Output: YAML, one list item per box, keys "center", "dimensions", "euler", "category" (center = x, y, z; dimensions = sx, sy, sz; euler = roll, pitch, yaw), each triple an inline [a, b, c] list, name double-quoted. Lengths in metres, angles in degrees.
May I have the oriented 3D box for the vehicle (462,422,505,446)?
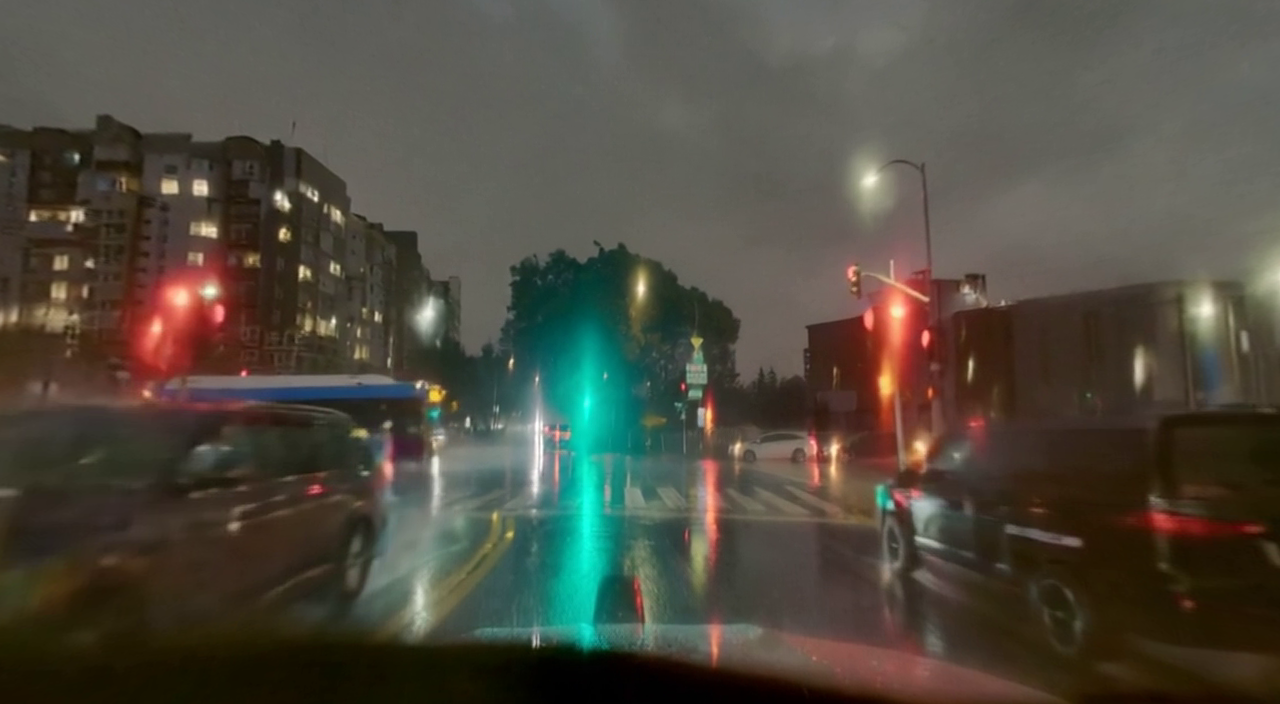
- center: [-10.941, 5.788, 44.363]
  dimensions: [2.084, 1.524, 4.098]
  euler: [1, -8, -2]
  category: "vehicle"

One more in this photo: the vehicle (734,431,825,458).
- center: [7.429, 4.966, 33.860]
  dimensions: [4.451, 1.422, 1.744]
  euler: [0, -8, 0]
  category: "vehicle"

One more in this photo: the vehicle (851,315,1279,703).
- center: [3.506, 1.135, 5.012]
  dimensions: [2.052, 1.929, 4.747]
  euler: [0, -8, 1]
  category: "vehicle"

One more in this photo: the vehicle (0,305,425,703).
- center: [-3.352, 1.062, 4.540]
  dimensions: [2.148, 1.818, 4.791]
  euler: [0, -8, -3]
  category: "vehicle"

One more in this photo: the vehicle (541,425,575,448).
- center: [-5.555, 5.818, 43.203]
  dimensions: [1.799, 1.468, 3.693]
  euler: [0, -8, 1]
  category: "vehicle"
